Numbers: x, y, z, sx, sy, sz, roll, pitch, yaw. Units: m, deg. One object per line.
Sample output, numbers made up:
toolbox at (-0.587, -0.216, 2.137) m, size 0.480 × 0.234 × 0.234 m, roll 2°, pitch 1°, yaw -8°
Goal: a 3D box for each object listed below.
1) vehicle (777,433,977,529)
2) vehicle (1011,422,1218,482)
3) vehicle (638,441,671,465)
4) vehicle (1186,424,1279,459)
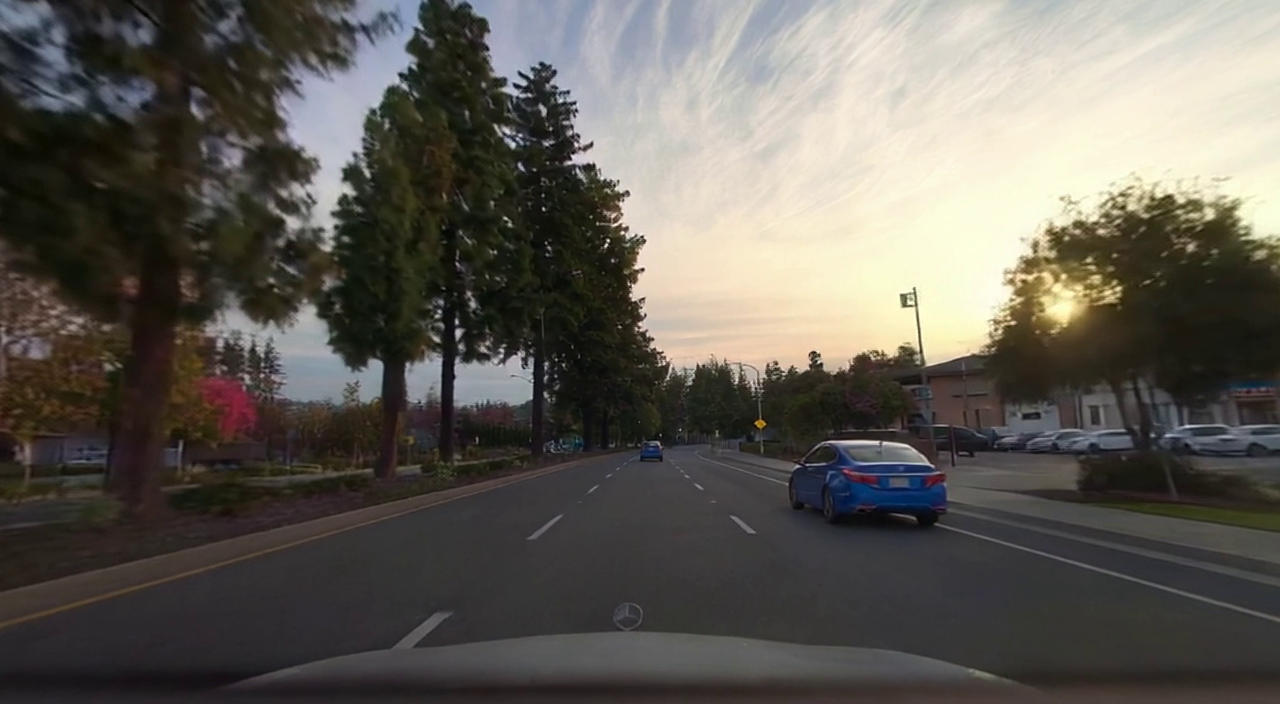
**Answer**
vehicle at (4.228, 2.380, 12.205) m, size 2.053 × 1.482 × 4.568 m, roll 0°, pitch -9°, yaw -1°
vehicle at (14.607, 3.109, 19.548) m, size 4.722 × 1.500 × 1.975 m, roll -4°, pitch -9°, yaw 0°
vehicle at (0.943, 6.844, 42.706) m, size 2.144 × 1.505 × 4.128 m, roll 0°, pitch -9°, yaw 0°
vehicle at (27.584, 3.996, 28.089) m, size 4.440 × 1.475 × 1.906 m, roll 0°, pitch -9°, yaw 0°
